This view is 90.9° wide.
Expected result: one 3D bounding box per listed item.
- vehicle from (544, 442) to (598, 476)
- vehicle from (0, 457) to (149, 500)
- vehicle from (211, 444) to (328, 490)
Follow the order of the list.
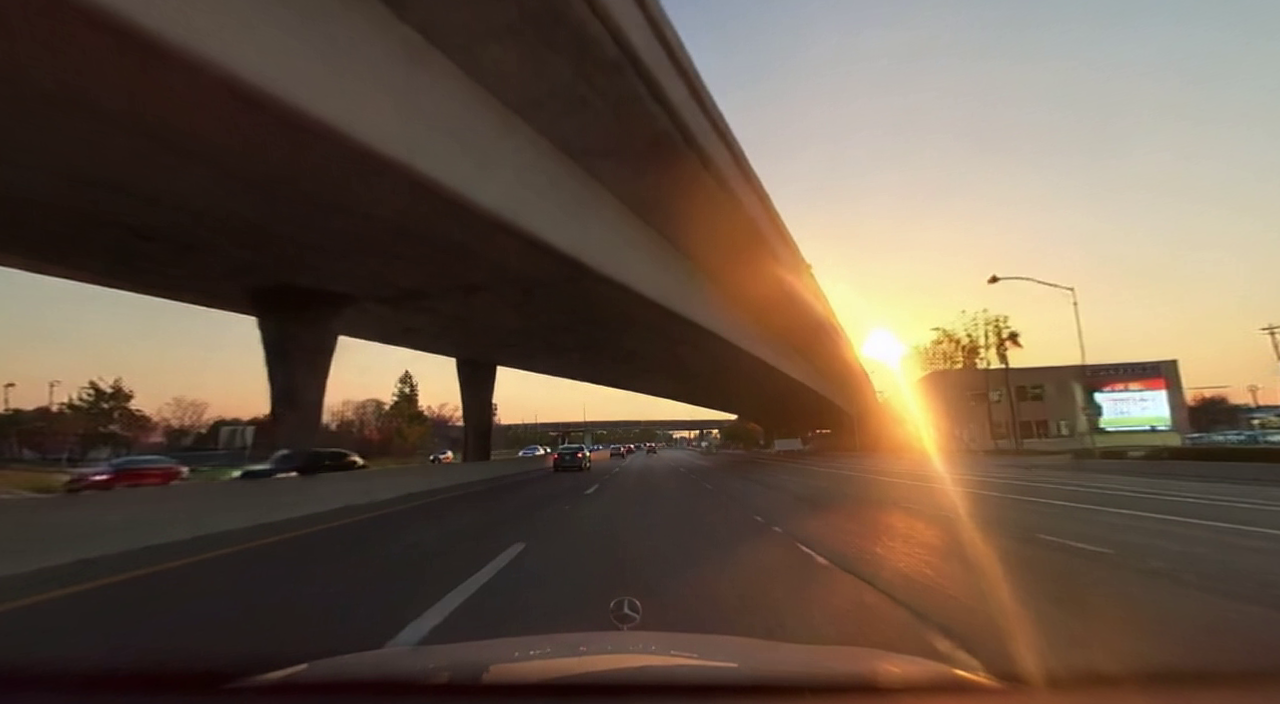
[{"bbox_3d":[-3.340,5.291,31.417,2.114,1.510,4.186,-1,-9,1],"label":"vehicle"},{"bbox_3d":[-25.058,5.567,28.132,2.072,1.544,5.277,-2,-8,0],"label":"vehicle"},{"bbox_3d":[-14.384,4.450,24.824,1.868,1.603,4.417,-1,-9,1],"label":"vehicle"}]
